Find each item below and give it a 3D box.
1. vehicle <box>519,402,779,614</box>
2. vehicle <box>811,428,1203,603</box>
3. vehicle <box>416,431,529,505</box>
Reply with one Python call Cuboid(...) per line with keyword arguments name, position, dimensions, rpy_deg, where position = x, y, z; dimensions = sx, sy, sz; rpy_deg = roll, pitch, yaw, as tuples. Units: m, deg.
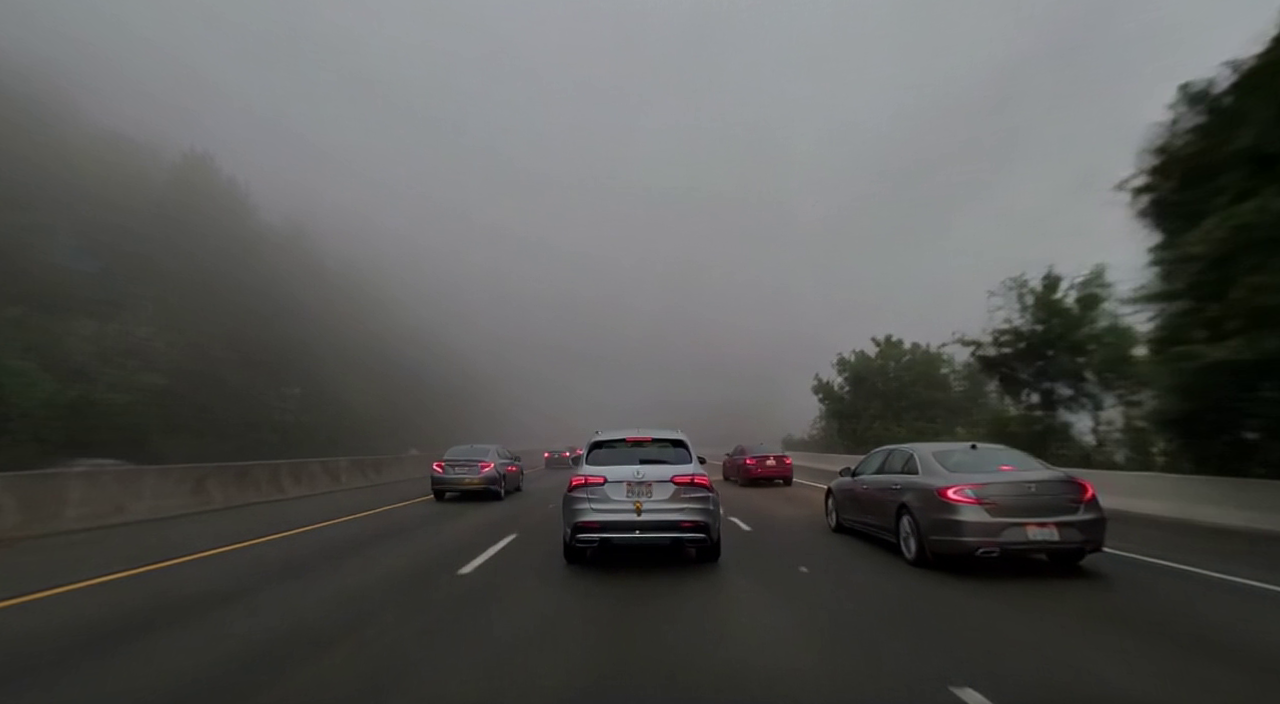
Cuboid(name="vehicle", position=(0.018, 1.550, 7.061), dimensions=(2.093, 1.695, 3.782), rpy_deg=(0, -9, -2))
Cuboid(name="vehicle", position=(3.682, 1.715, 7.565), dimensions=(1.953, 1.434, 4.511), rpy_deg=(0, -9, -1))
Cuboid(name="vehicle", position=(-4.251, 3.015, 16.670), dimensions=(1.890, 1.708, 3.844), rpy_deg=(0, -9, 0))
